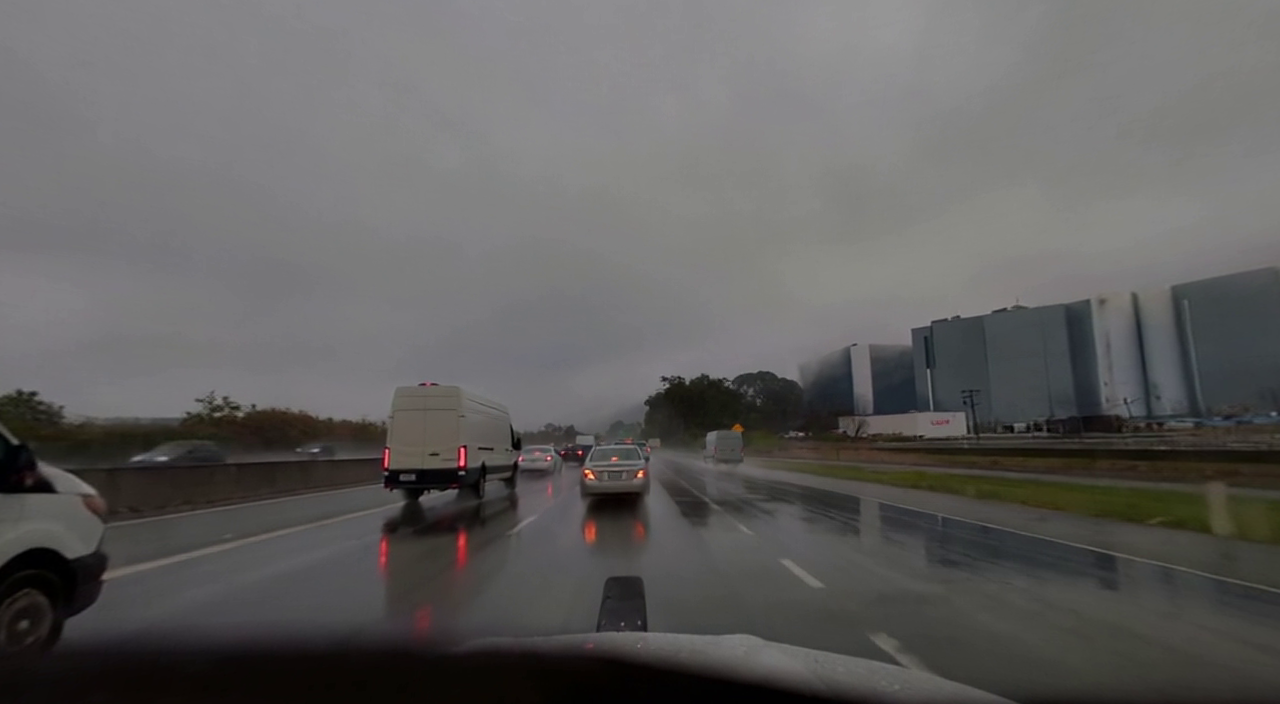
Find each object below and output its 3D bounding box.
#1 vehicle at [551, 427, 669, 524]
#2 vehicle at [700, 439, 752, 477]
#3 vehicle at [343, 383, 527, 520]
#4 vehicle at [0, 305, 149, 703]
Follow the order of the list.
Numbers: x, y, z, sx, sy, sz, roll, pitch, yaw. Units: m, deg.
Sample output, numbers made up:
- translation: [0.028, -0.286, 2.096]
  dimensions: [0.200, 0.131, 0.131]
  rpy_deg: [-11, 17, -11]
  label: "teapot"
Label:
- translation: [-0.525, 2.493, 13.157]
  dimensions: [2.093, 1.695, 3.782]
  rpy_deg: [0, -9, 0]
  label: "vehicle"
- translation: [4.242, 5.313, 31.820]
  dimensions: [2.003, 1.754, 4.134]
  rpy_deg: [0, -9, 0]
  label: "vehicle"
- translation: [-4.574, 2.445, 15.655]
  dimensions: [2.248, 2.626, 6.837]
  rpy_deg: [0, -9, 0]
  label: "vehicle"
- translation: [-4.004, 0.491, 1.156]
  dimensions: [2.253, 1.892, 4.823]
  rpy_deg: [0, -9, 0]
  label: "vehicle"
